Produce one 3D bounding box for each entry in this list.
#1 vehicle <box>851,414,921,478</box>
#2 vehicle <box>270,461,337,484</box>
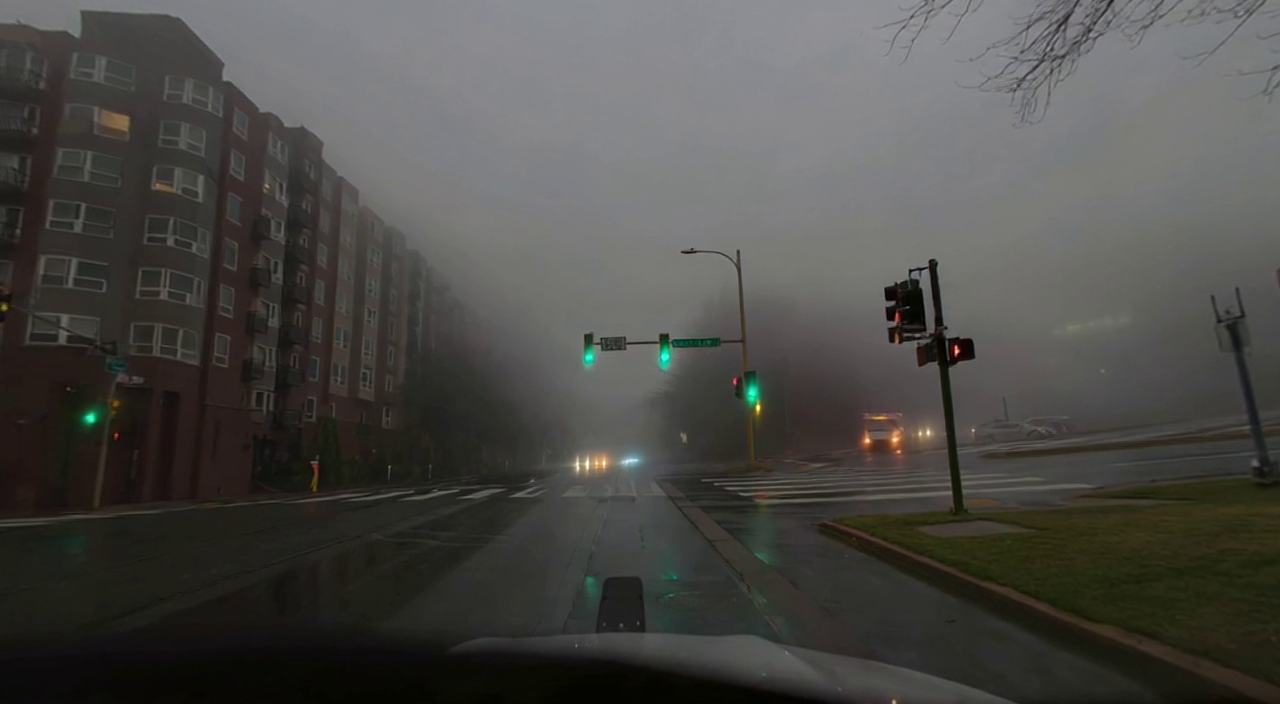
[{"bbox_3d":[13.098,5.097,34.098,2.948,3.071,7.295,-3,-9,17],"label":"vehicle"},{"bbox_3d":[-24.683,8.854,46.277,3.882,1.600,1.768,0,-9,2],"label":"vehicle"}]
